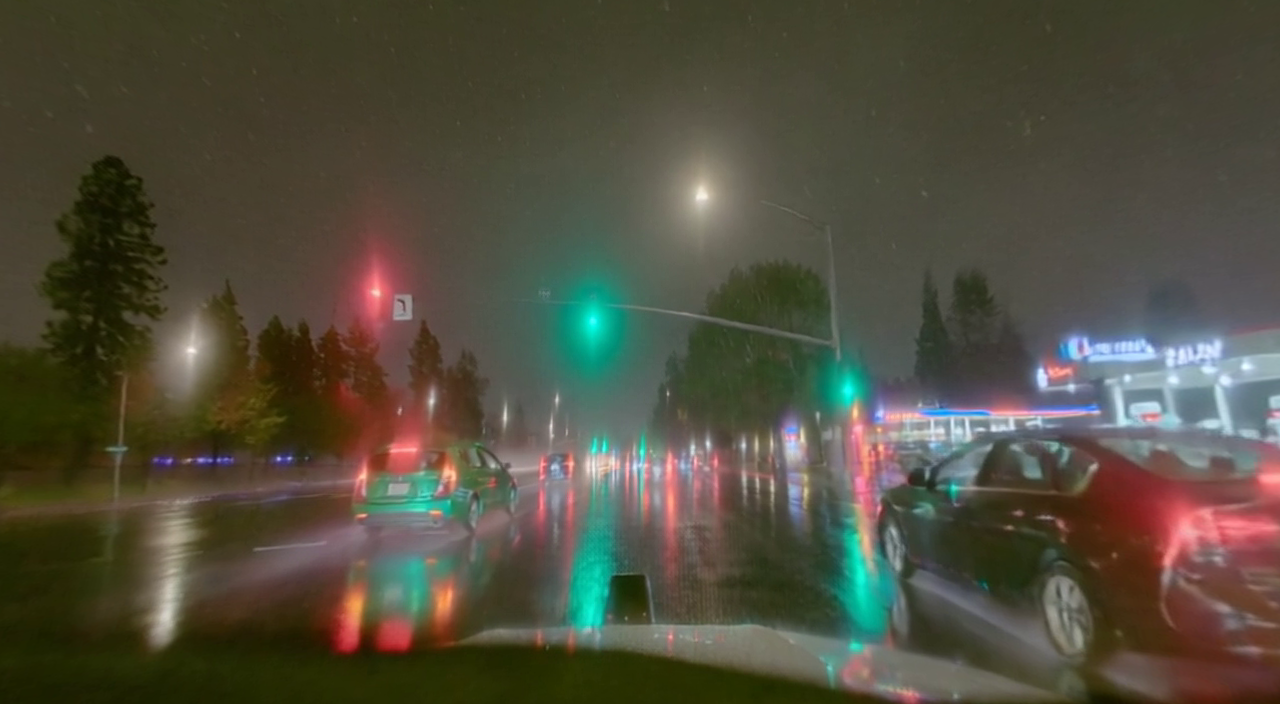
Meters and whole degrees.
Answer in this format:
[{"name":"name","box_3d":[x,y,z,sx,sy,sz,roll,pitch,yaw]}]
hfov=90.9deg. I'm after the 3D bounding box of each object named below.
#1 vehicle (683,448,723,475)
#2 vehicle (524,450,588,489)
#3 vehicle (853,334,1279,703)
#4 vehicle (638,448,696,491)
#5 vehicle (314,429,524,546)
[{"name":"vehicle","box_3d":[3.769,6.626,38.320,1.920,1.479,4.548,0,-8,-1]},{"name":"vehicle","box_3d":[-3.418,4.860,26.482,1.995,1.436,4.500,0,-8,1]},{"name":"vehicle","box_3d":[3.472,1.141,4.981,1.992,1.805,4.549,0,-8,1]},{"name":"vehicle","box_3d":[0.944,4.372,23.811,1.994,1.433,3.894,0,-8,0]},{"name":"vehicle","box_3d":[-3.706,2.357,11.754,2.023,1.687,4.874,0,-8,2]}]
